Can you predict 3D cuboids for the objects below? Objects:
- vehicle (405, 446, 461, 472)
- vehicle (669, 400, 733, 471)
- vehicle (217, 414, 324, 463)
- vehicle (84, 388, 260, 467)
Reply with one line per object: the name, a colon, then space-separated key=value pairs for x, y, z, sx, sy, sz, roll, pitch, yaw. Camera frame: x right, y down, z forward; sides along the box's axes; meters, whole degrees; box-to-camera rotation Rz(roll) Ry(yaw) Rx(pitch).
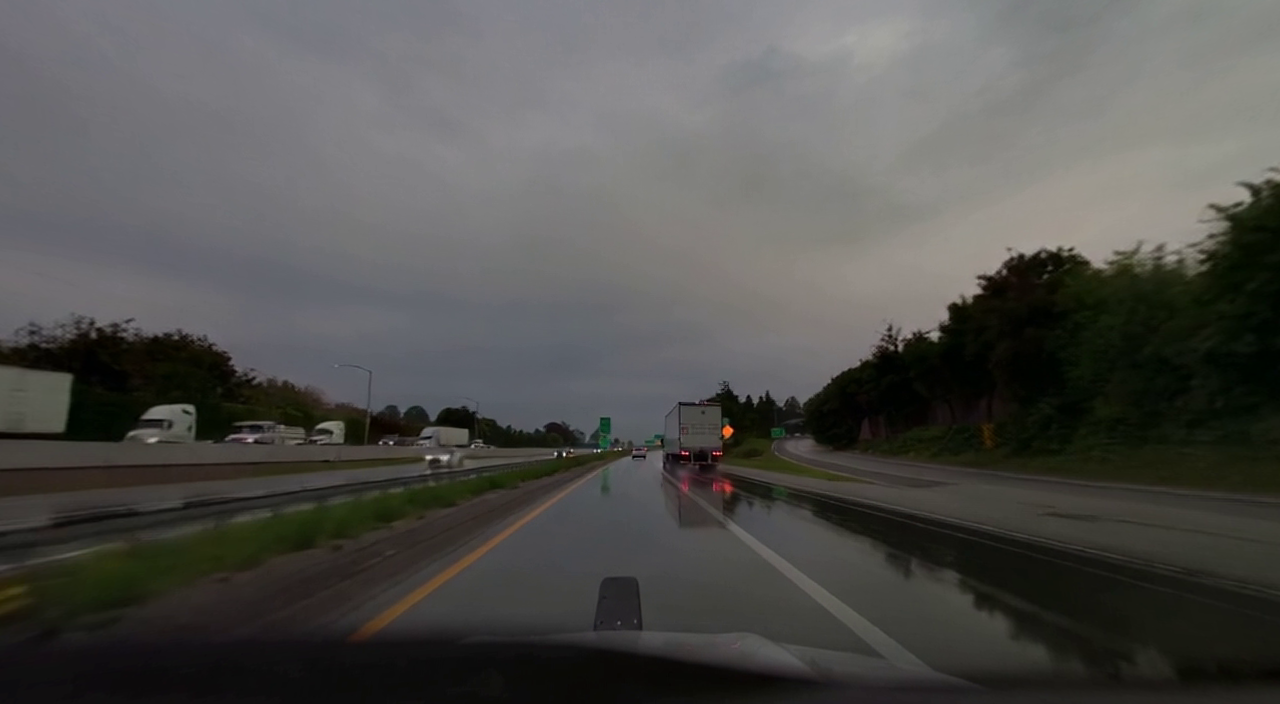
vehicle: x=-13.426 y=6.941 z=40.997 sx=2.101 sy=1.571 sz=4.375 roll=0 pitch=-9 yaw=1
vehicle: x=3.870 y=5.879 z=43.425 sx=3.185 sy=4.154 sz=12.638 roll=0 pitch=-9 yaw=0
vehicle: x=-26.493 y=6.355 z=45.701 sx=2.870 sy=3.173 sz=7.891 roll=0 pitch=-9 yaw=1
vehicle: x=-26.348 y=4.530 z=36.334 sx=2.933 sy=3.877 sz=9.896 roll=0 pitch=-9 yaw=-3
